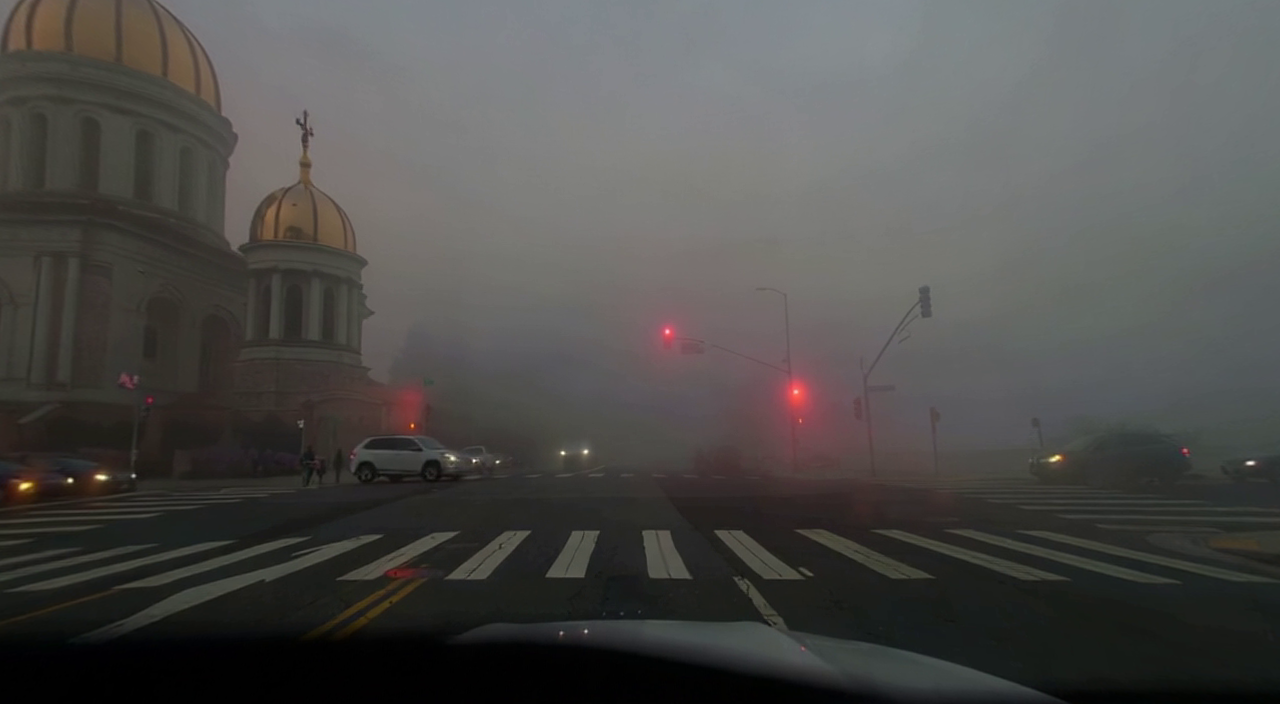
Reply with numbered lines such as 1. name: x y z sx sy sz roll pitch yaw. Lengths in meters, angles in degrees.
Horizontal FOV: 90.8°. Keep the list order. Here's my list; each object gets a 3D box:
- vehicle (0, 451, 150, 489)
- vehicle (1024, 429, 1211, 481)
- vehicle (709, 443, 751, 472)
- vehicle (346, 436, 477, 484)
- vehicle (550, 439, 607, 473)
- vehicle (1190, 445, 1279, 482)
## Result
1. vehicle: -23.374 4.858 26.218 4.479 1.476 1.873 0 -8 2
2. vehicle: 19.877 4.320 26.566 5.852 2.057 2.361 0 -8 1
3. vehicle: 5.823 6.860 41.488 1.969 1.776 4.329 0 -8 -2
4. vehicle: -8.831 4.175 24.717 4.567 1.724 2.051 3 -9 -18
5. vehicle: -3.293 5.747 35.126 2.223 1.692 4.688 -1 -9 6
6. vehicle: 26.383 4.684 26.669 4.561 1.475 1.850 0 -8 0
